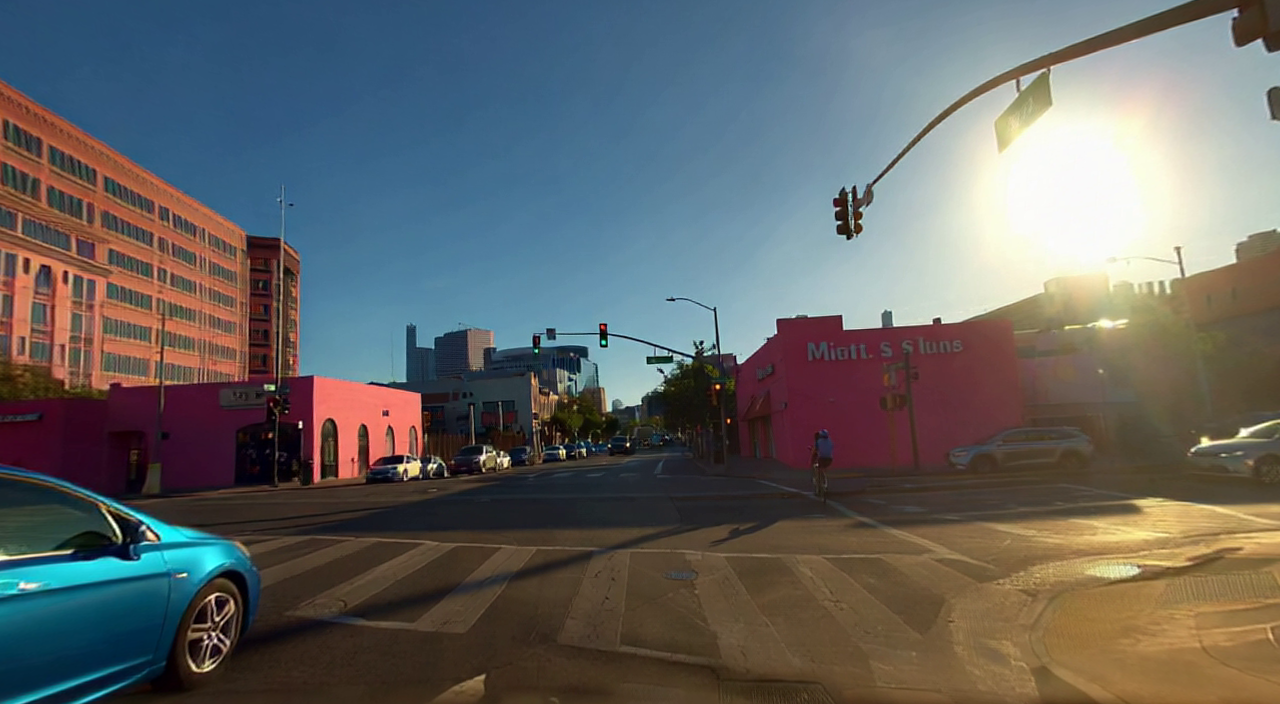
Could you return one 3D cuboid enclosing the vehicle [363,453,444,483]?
[{"bbox_3d":[-12.592,6.173,33.882,1.976,1.425,4.567,-1,-9,9],"label":"vehicle"}]

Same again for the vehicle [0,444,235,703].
[{"bbox_3d":[-3.689,0.980,2.153,1.759,1.325,4.295,0,-9,0],"label":"vehicle"}]

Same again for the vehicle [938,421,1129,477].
[{"bbox_3d":[11.570,2.890,18.801,4.355,1.546,1.820,-1,-9,6],"label":"vehicle"}]

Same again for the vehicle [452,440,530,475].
[{"bbox_3d":[-8.390,5.979,36.048,2.152,1.825,5.406,-2,-9,12],"label":"vehicle"}]

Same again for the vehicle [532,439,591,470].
[{"bbox_3d":[-4.497,5.977,36.862,1.928,1.647,4.575,-2,-9,13],"label":"vehicle"}]
